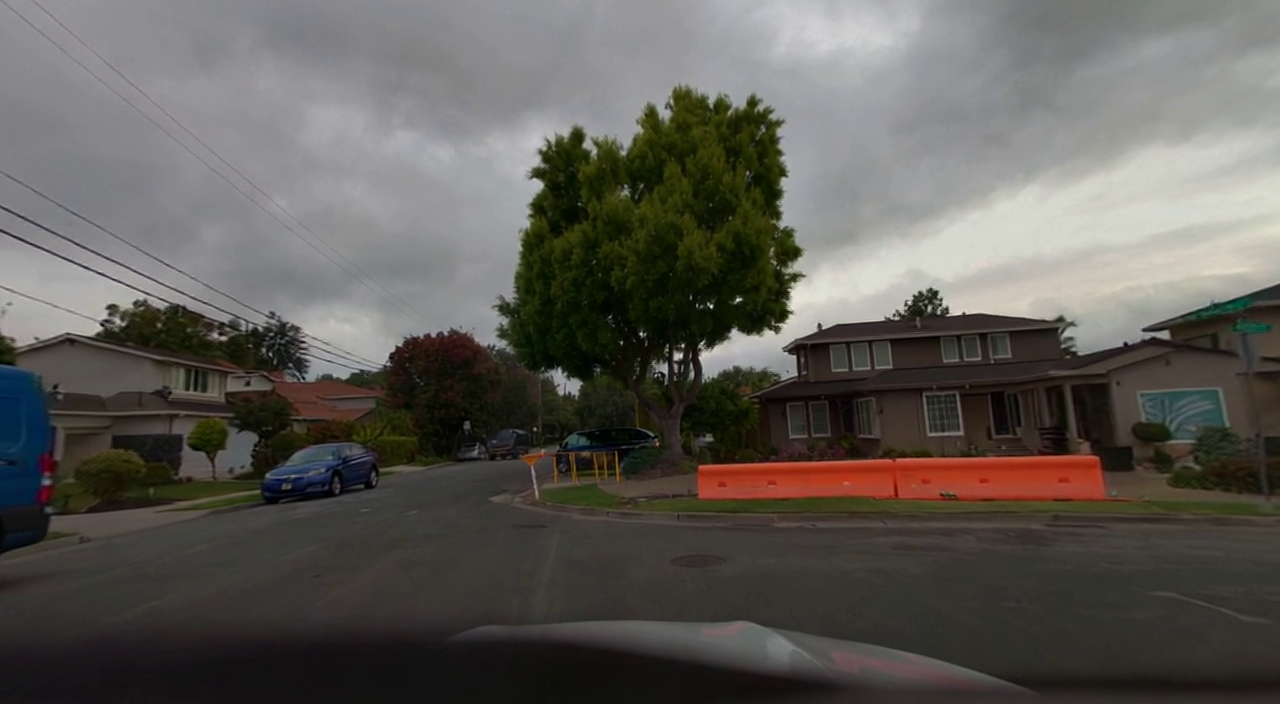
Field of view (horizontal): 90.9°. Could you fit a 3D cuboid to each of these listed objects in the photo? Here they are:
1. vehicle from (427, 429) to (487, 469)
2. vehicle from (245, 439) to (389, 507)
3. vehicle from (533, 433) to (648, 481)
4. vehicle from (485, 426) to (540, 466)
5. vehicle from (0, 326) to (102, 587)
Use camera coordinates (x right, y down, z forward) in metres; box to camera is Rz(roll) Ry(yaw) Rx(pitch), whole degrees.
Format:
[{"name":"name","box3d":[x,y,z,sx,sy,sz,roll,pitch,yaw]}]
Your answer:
[{"name":"vehicle","box3d":[-9.651,5.123,33.665,2.042,1.937,4.960,0,-8,-4]},{"name":"vehicle","box3d":[-8.316,3.098,16.674,1.899,1.524,4.082,0,-8,-5]},{"name":"vehicle","box3d":[-1.543,3.453,21.126,1.827,1.436,4.070,-5,-9,30]},{"name":"vehicle","box3d":[-6.681,4.962,33.519,2.219,1.984,4.712,0,-8,-3]},{"name":"vehicle","box3d":[-7.092,0.796,3.715,2.284,2.500,7.006,-2,-6,-6]}]
